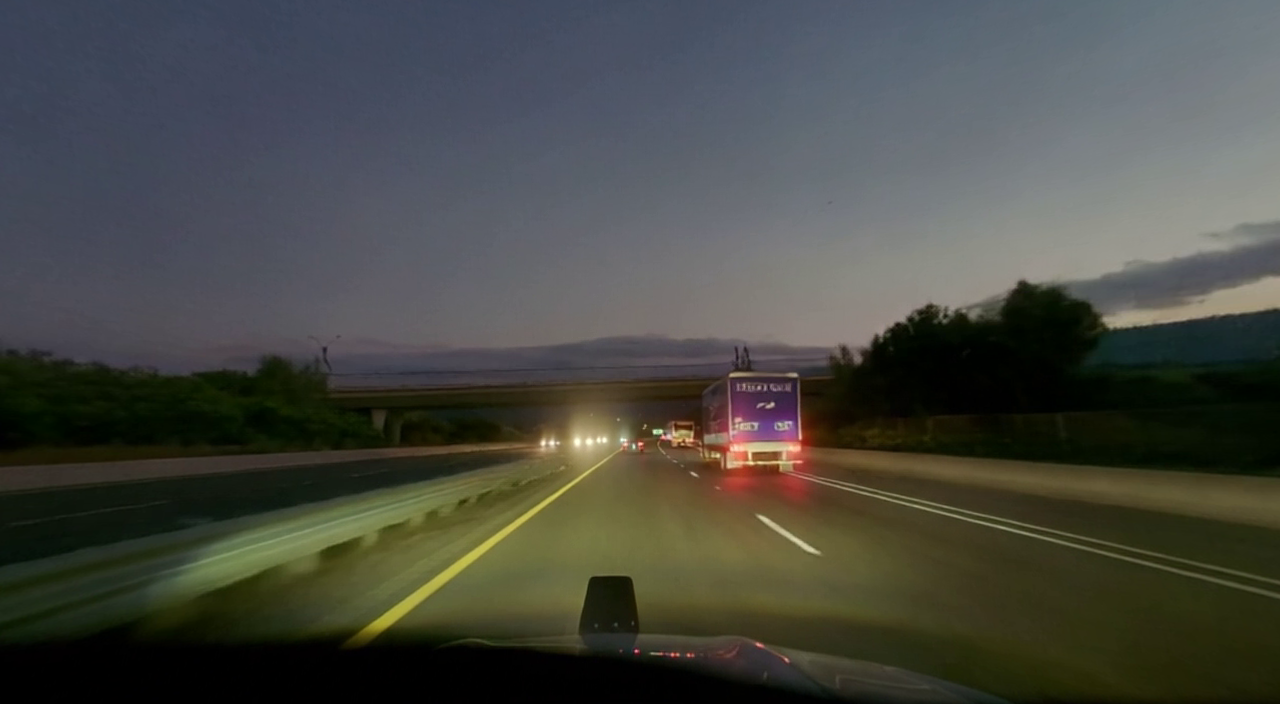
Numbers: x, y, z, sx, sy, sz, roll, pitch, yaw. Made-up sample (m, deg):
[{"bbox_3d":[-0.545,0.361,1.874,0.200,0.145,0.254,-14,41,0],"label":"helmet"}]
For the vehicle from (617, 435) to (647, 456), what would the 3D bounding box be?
[{"bbox_3d":[-0.555,6.457,43.703,1.996,1.325,4.029,0,-7,0],"label":"vehicle"}]

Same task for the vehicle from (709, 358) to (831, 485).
[{"bbox_3d":[3.748,2.080,18.878,2.913,3.491,2.811,0,-7,-1],"label":"vehicle"}]
